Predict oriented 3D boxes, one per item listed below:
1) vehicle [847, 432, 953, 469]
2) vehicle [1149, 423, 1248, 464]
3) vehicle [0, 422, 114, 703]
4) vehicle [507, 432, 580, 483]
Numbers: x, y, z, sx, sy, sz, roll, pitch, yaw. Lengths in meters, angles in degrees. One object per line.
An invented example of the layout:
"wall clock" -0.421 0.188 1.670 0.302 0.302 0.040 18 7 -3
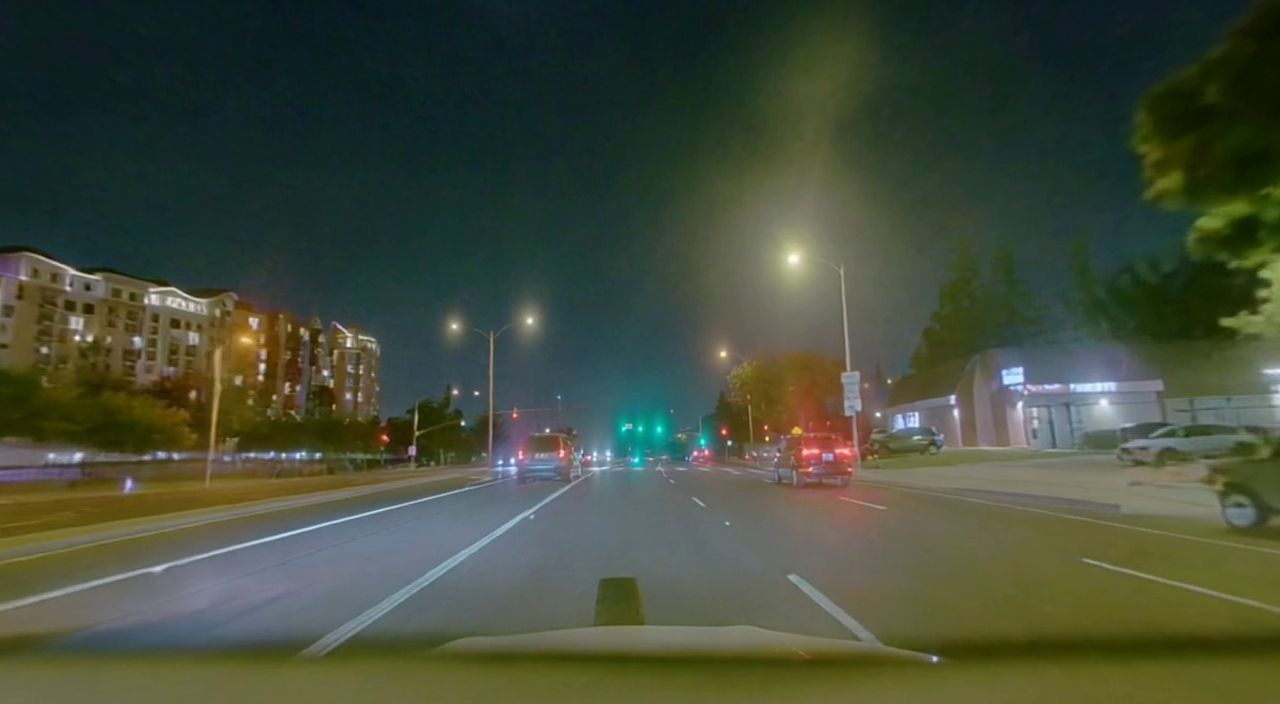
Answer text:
"vehicle" 12.695 4.843 31.130 4.399 1.722 2.202 -2 -9 11
"vehicle" 21.878 3.618 24.954 1.901 1.450 4.504 -5 -10 29
"vehicle" -3.800 0.774 1.014 2.144 1.447 4.421 0 -9 -1
"vehicle" -3.862 4.367 26.311 2.220 1.888 4.904 0 -9 1
